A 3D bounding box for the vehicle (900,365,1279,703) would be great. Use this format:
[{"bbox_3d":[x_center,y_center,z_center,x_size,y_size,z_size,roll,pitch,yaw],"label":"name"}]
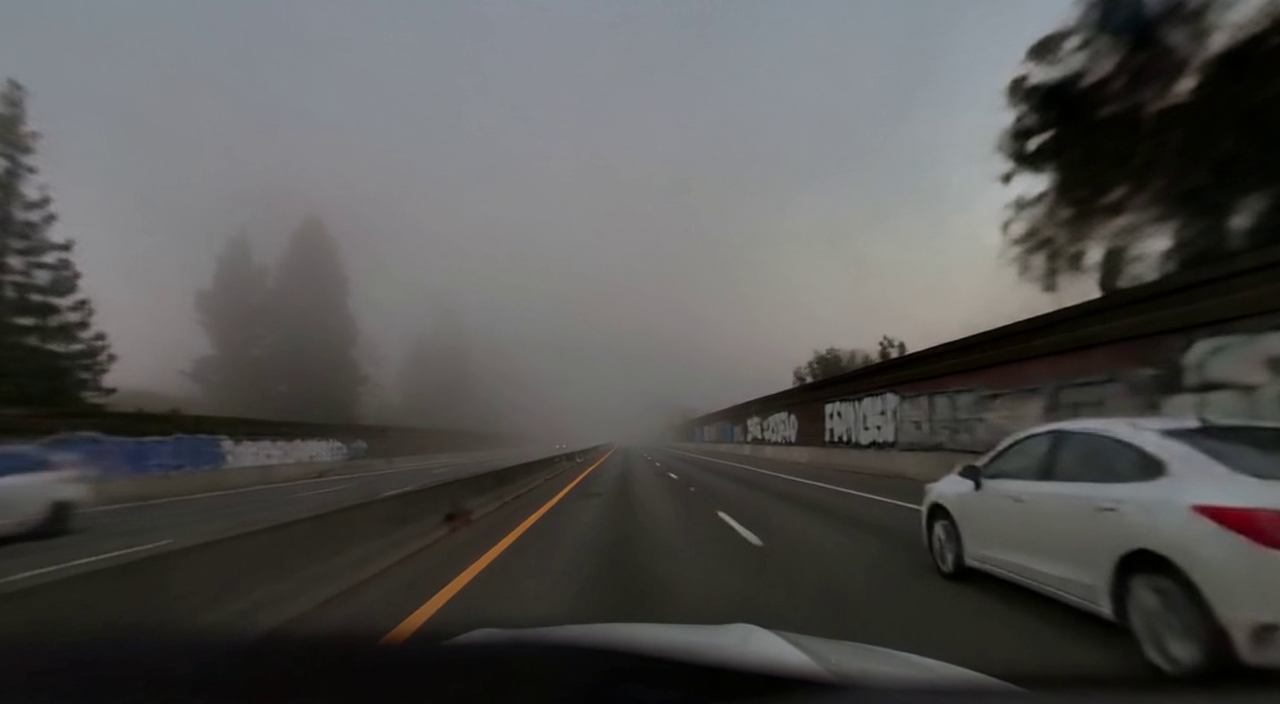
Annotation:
[{"bbox_3d":[3.477,1.060,4.212,1.841,1.556,3.618,0,-8,-1],"label":"vehicle"}]
